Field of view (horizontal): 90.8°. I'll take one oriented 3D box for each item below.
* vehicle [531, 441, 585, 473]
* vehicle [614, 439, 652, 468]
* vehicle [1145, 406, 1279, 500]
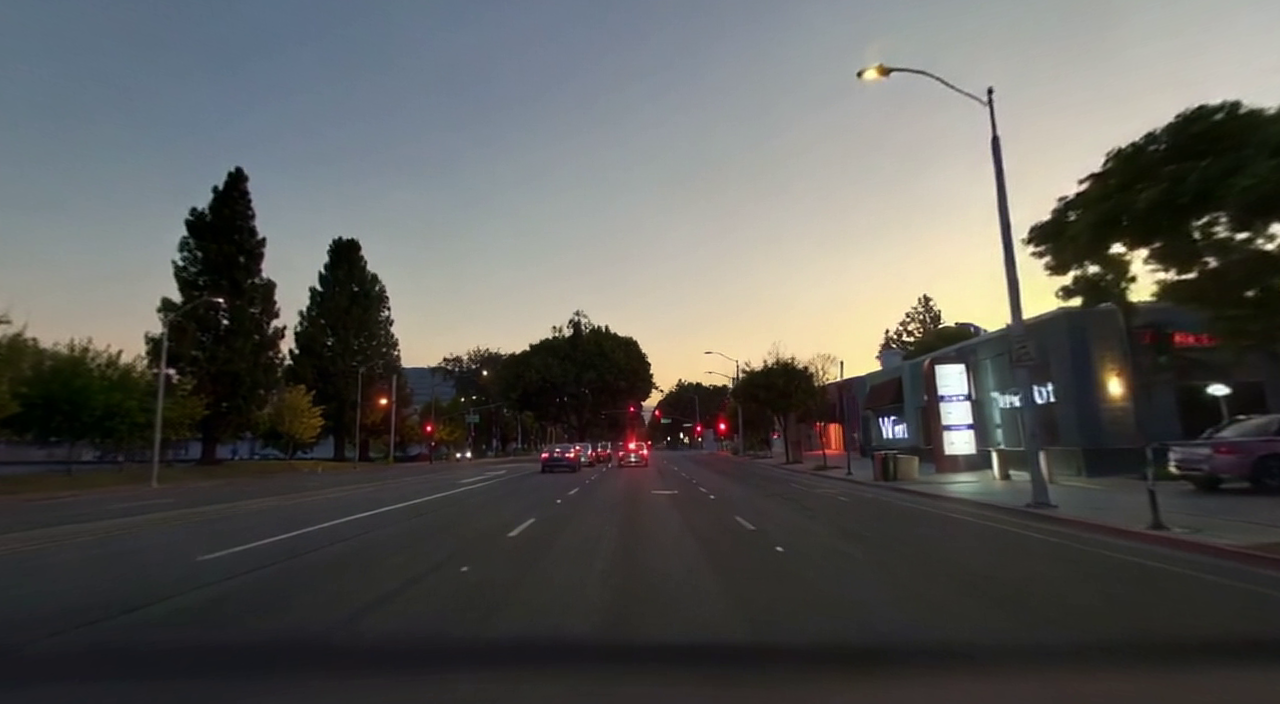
[{"bbox_3d":[-3.988,5.216,31.561,2.020,1.457,4.496,0,-8,1],"label":"vehicle"},{"bbox_3d":[-0.390,5.781,36.046,2.042,1.555,3.912,0,-8,0],"label":"vehicle"},{"bbox_3d":[12.761,1.944,12.301,4.084,1.661,2.042,0,-8,-2],"label":"vehicle"}]
